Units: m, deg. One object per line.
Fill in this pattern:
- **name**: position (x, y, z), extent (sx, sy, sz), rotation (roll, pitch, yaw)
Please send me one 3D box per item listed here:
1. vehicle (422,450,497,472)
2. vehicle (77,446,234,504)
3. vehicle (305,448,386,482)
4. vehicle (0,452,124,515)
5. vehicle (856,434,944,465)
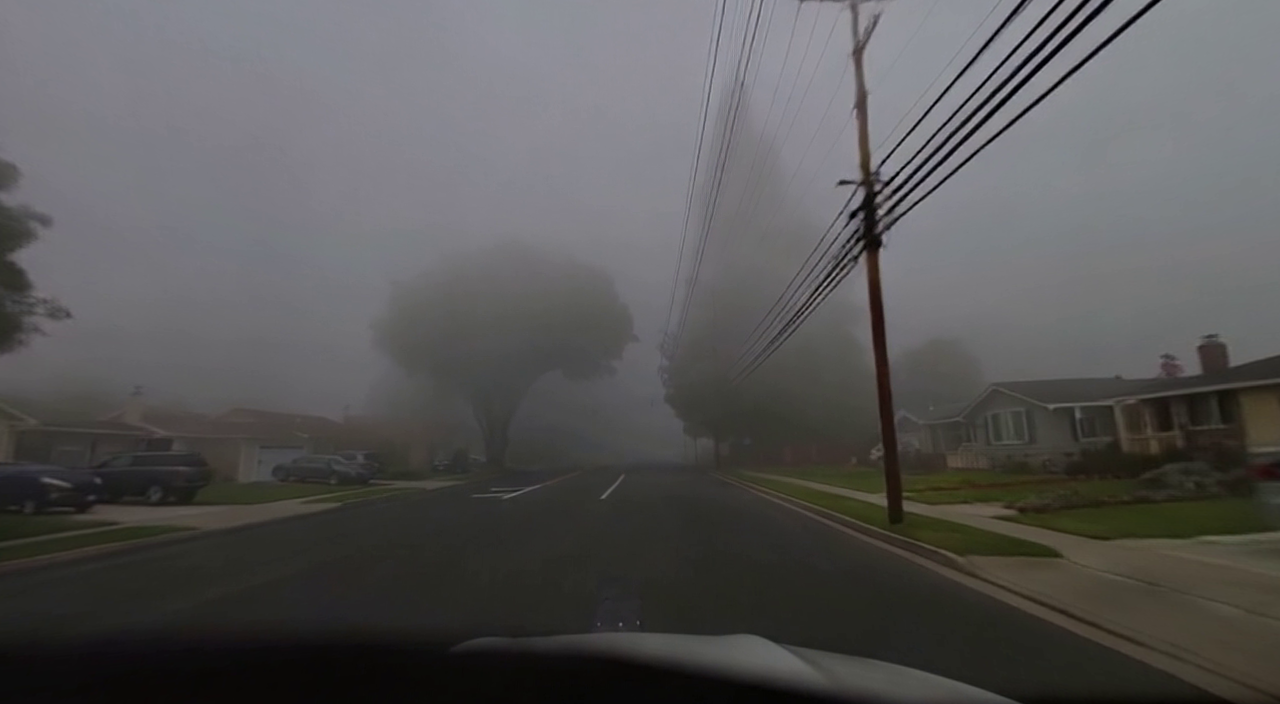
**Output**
- **vehicle**: position (-12.666, 7.673, 44.463), extent (4.718, 1.454, 1.843), rotation (-1, -9, 6)
- **vehicle**: position (-15.542, 3.940, 20.314), extent (4.265, 1.583, 1.913), rotation (-6, -9, 19)
- **vehicle**: position (-15.264, 5.867, 33.088), extent (1.816, 1.614, 4.866), rotation (0, -8, 1)
- **vehicle**: position (-16.799, 3.422, 16.715), extent (4.519, 1.508, 2.018), rotation (0, -9, 1)
- **vehicle**: position (14.551, 5.469, 35.485), extent (4.078, 1.516, 1.798), rotation (-3, -9, 3)
